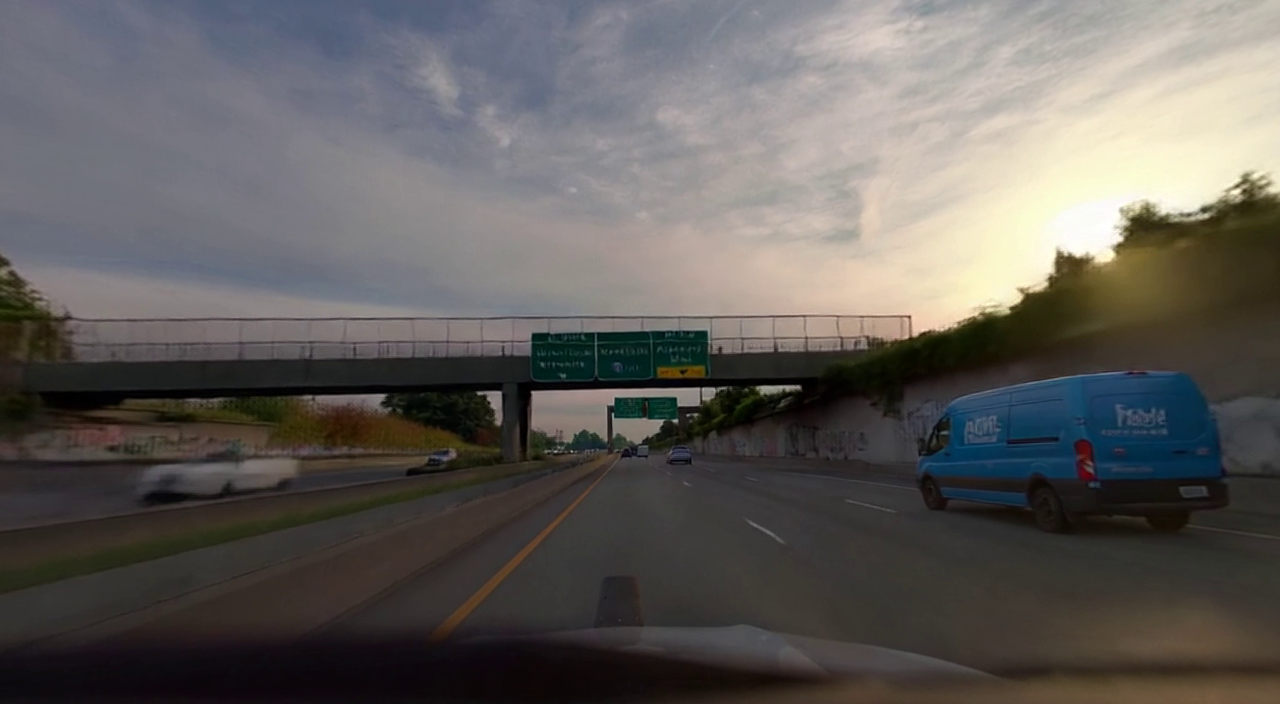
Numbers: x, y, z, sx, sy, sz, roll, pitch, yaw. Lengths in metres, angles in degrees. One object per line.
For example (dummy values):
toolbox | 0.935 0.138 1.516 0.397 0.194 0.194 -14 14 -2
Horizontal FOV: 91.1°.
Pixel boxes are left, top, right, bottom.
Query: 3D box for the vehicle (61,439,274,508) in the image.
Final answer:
vehicle | -11.739 3.025 16.149 2.003 1.496 4.559 0 -9 -1

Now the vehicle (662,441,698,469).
vehicle | 2.866 7.537 46.128 2.007 1.943 5.010 0 -9 -3

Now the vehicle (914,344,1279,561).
vehicle | 7.143 1.637 10.563 2.283 2.631 5.719 0 -9 -2
